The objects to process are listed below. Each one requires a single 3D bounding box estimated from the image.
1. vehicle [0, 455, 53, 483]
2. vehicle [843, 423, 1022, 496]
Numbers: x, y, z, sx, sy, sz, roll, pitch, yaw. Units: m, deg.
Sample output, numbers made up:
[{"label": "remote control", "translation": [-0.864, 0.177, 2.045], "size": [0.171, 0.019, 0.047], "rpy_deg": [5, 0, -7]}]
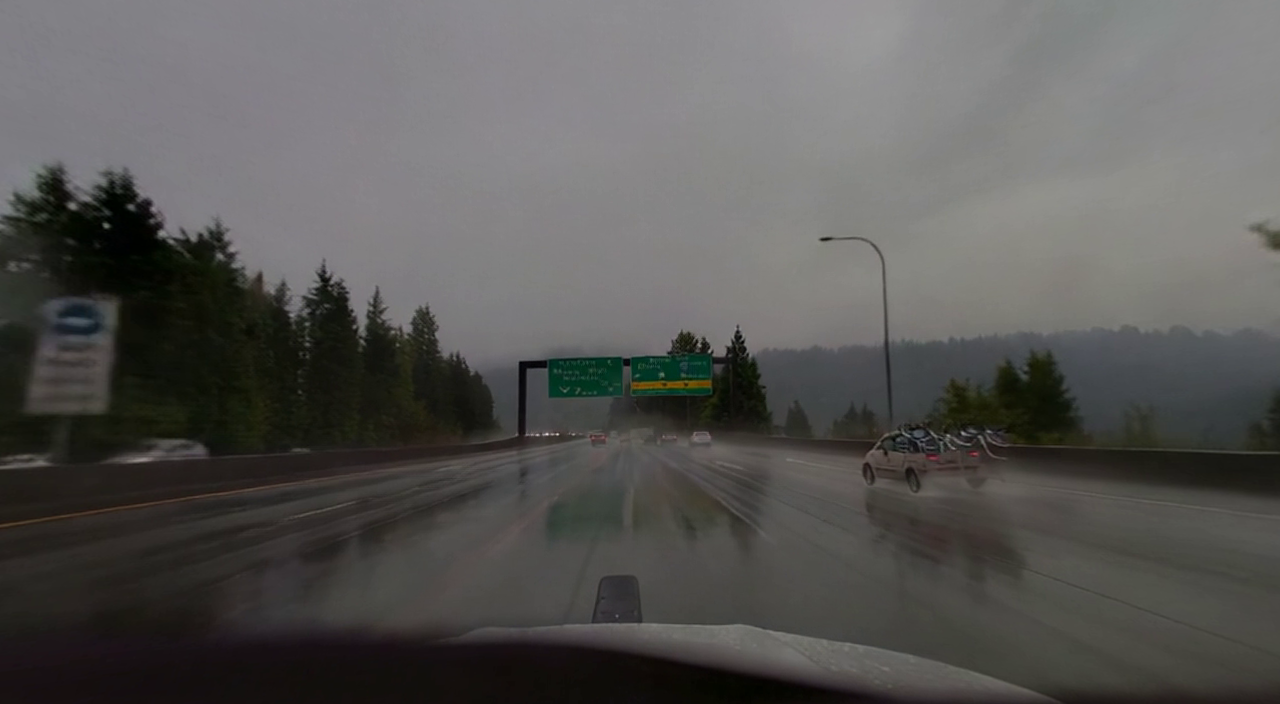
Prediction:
[{"label": "vehicle", "translation": [-38.017, 7.022, 37.938], "size": [1.739, 1.457, 4.072], "rpy_deg": [1, -8, -7]}, {"label": "vehicle", "translation": [6.899, 2.569, 15.588], "size": [2.034, 1.511, 4.785], "rpy_deg": [0, -8, -1]}]
